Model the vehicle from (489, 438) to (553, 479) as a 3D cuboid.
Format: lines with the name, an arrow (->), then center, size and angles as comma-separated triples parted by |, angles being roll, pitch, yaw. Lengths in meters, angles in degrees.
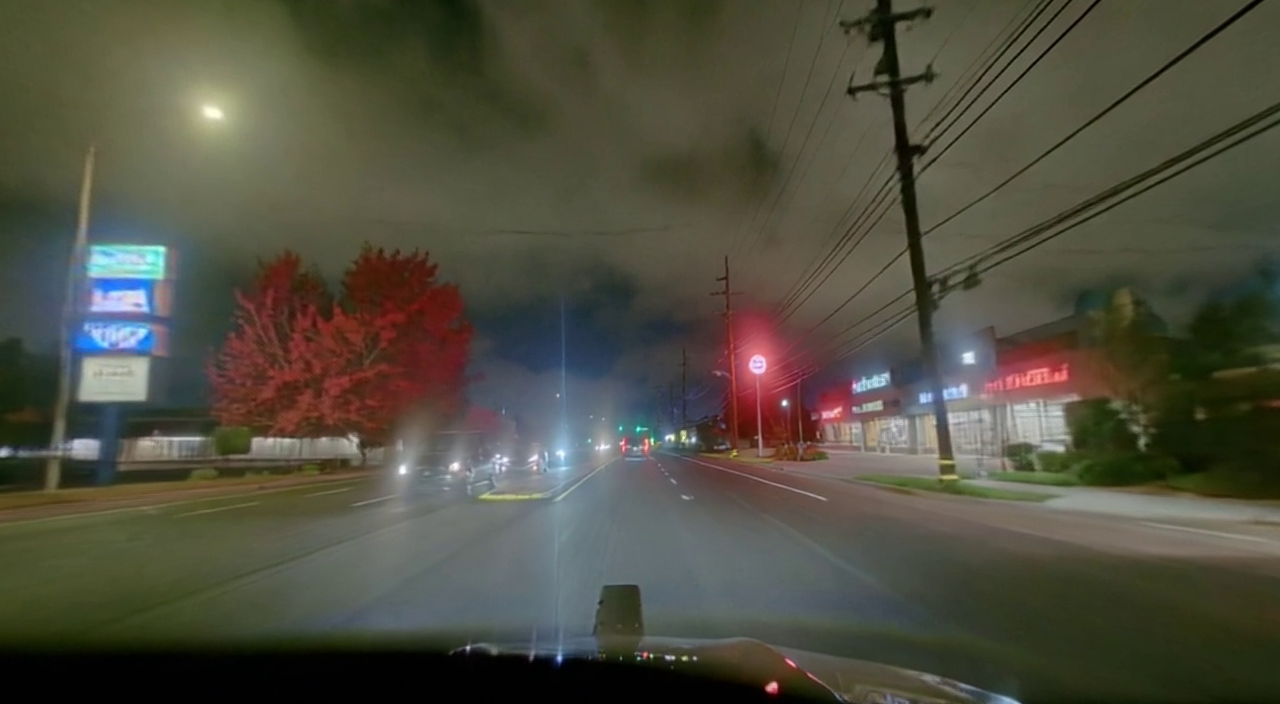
vehicle -> -5.135, 4.614, 27.773 | 1.909, 1.524, 4.614 | -2, -8, 0

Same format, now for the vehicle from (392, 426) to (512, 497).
vehicle -> -5.623, 3.332, 19.677 | 2.278, 1.828, 4.970 | -2, -8, -1
